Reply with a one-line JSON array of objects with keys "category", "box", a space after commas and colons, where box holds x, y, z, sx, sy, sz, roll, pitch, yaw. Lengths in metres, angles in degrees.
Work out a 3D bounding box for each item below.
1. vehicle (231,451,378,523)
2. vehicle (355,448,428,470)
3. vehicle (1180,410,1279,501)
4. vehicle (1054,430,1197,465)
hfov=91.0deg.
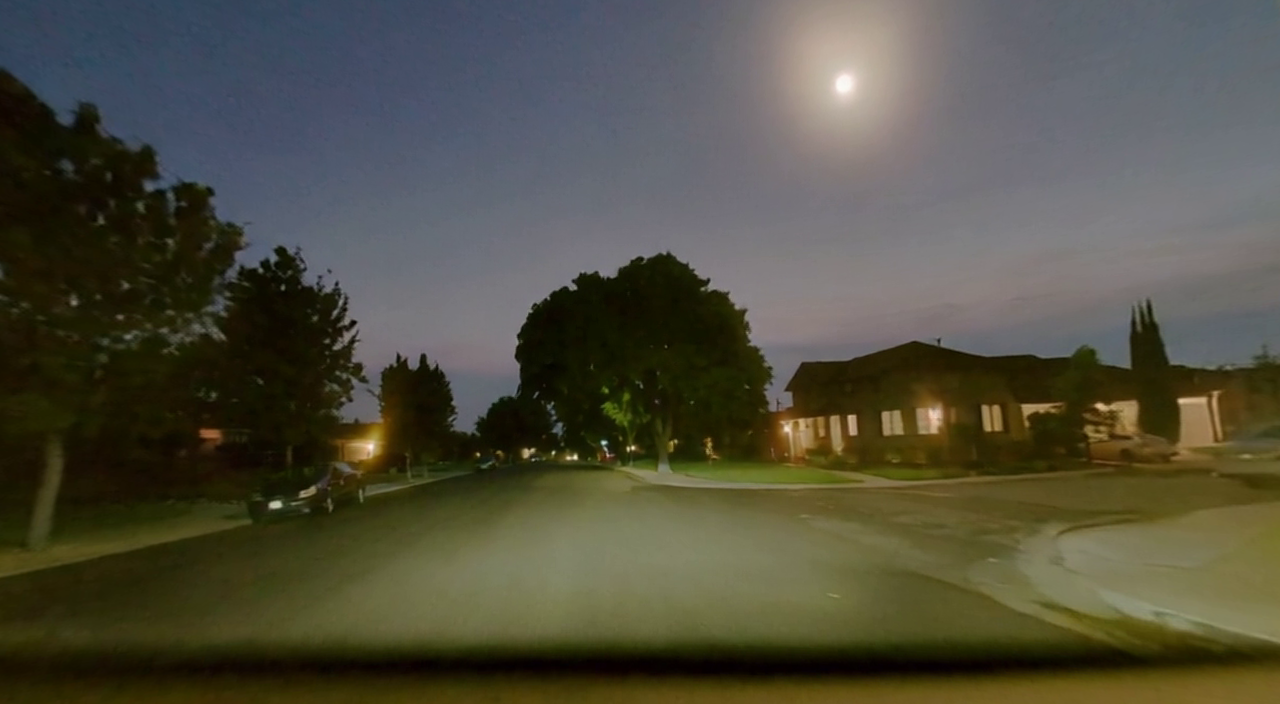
[{"category": "vehicle", "box": [-8.549, 3.431, 16.543, 1.938, 1.499, 4.290, -2, -9, -7]}, {"category": "vehicle", "box": [-19.517, 8.409, 49.571, 4.850, 1.676, 1.920, 0, -9, -3]}, {"category": "vehicle", "box": [15.167, 2.245, 13.837, 4.933, 1.817, 2.014, 1, -9, -7]}, {"category": "vehicle", "box": [21.903, 4.354, 28.746, 1.932, 1.464, 5.044, 2, -9, -11]}]
